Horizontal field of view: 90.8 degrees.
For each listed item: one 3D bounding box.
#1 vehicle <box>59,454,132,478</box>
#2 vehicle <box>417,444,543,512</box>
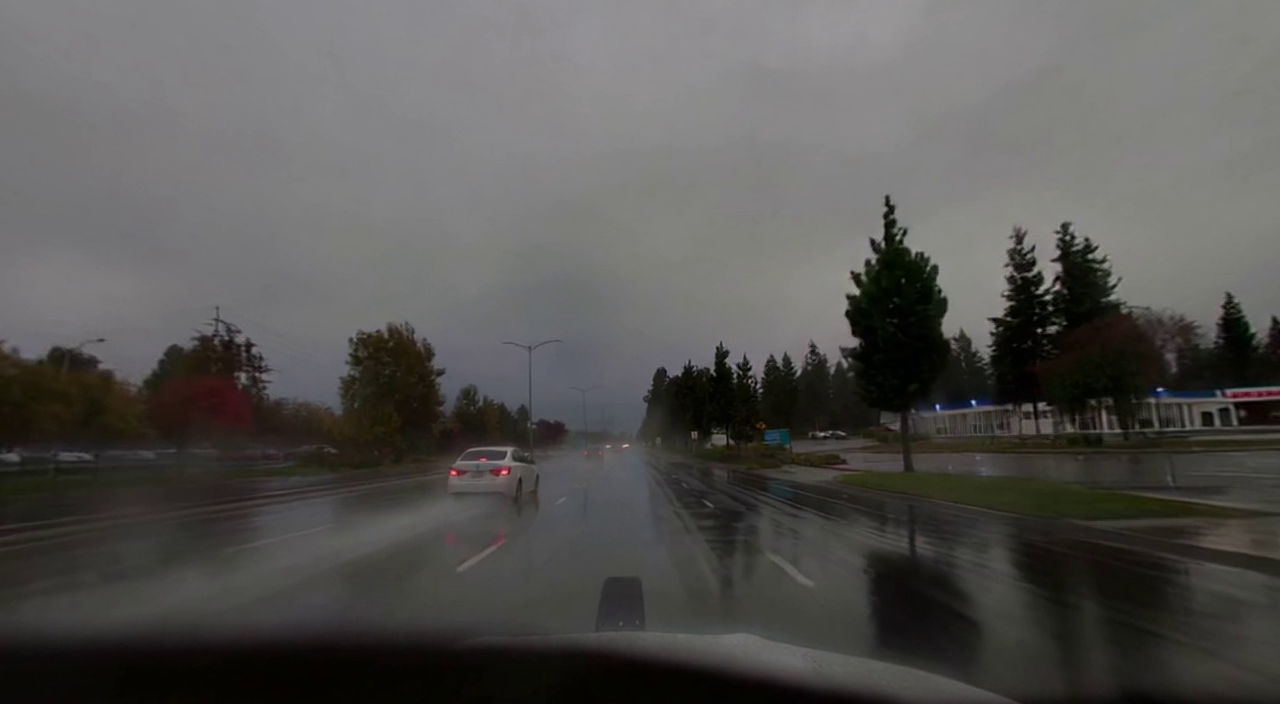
[{"bbox_3d":[-42.879,8.970,49.896,1.882,1.745,4.462,1,-8,-2],"label":"vehicle"},{"bbox_3d":[-3.852,3.104,16.099,2.003,1.454,4.484,0,-9,0],"label":"vehicle"}]
